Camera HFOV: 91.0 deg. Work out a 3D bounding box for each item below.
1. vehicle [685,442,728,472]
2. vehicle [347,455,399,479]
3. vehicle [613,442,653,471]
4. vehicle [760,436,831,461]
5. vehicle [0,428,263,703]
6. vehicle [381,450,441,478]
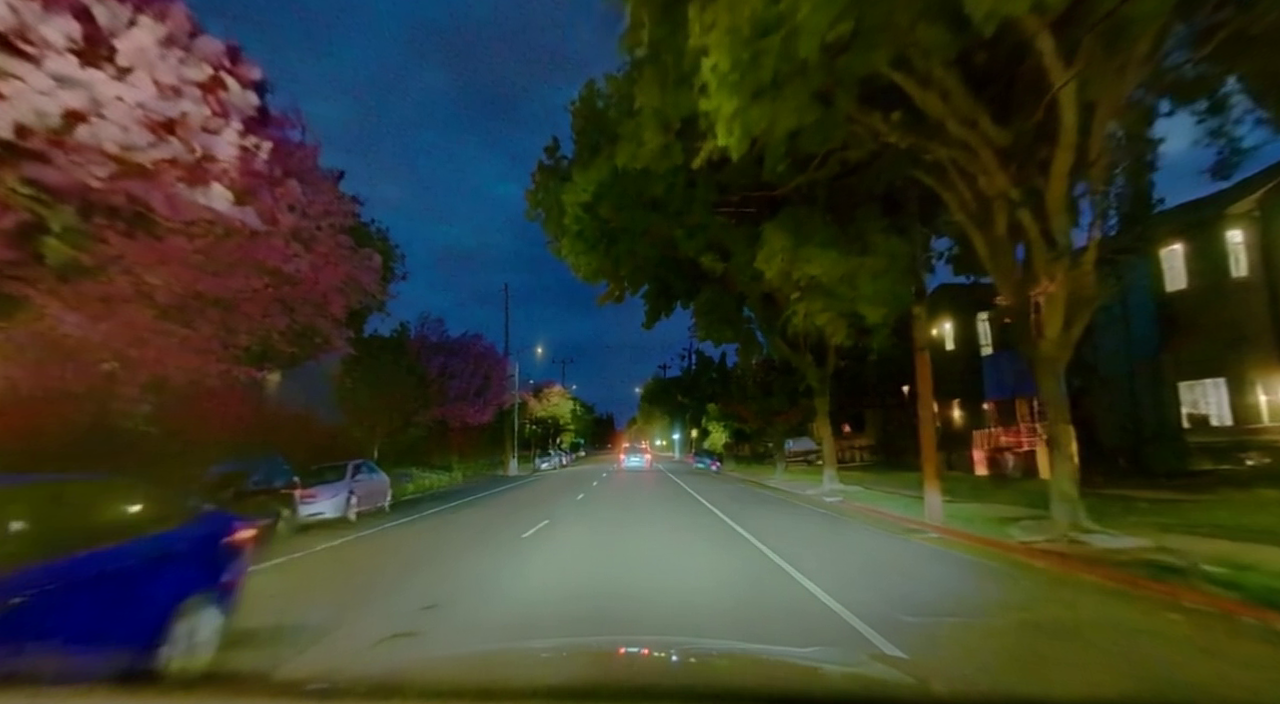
[{"bbox_3d":[3.787,6.049,36.490,1.895,1.640,4.090,0,-8,-1],"label":"vehicle"},{"bbox_3d":[-18.022,7.757,42.620,1.797,1.414,3.641,0,-8,2],"label":"vehicle"},{"bbox_3d":[-0.419,5.838,35.394,2.104,1.500,3.815,0,-8,-1],"label":"vehicle"},{"bbox_3d":[10.911,6.829,44.435,4.467,1.727,2.009,0,-9,-1],"label":"vehicle"},{"bbox_3d":[-3.708,1.047,2.301,2.022,1.534,4.320,0,-8,-1],"label":"vehicle"},{"bbox_3d":[-15.302,7.474,42.303,2.106,1.711,4.743,0,-8,2],"label":"vehicle"}]
